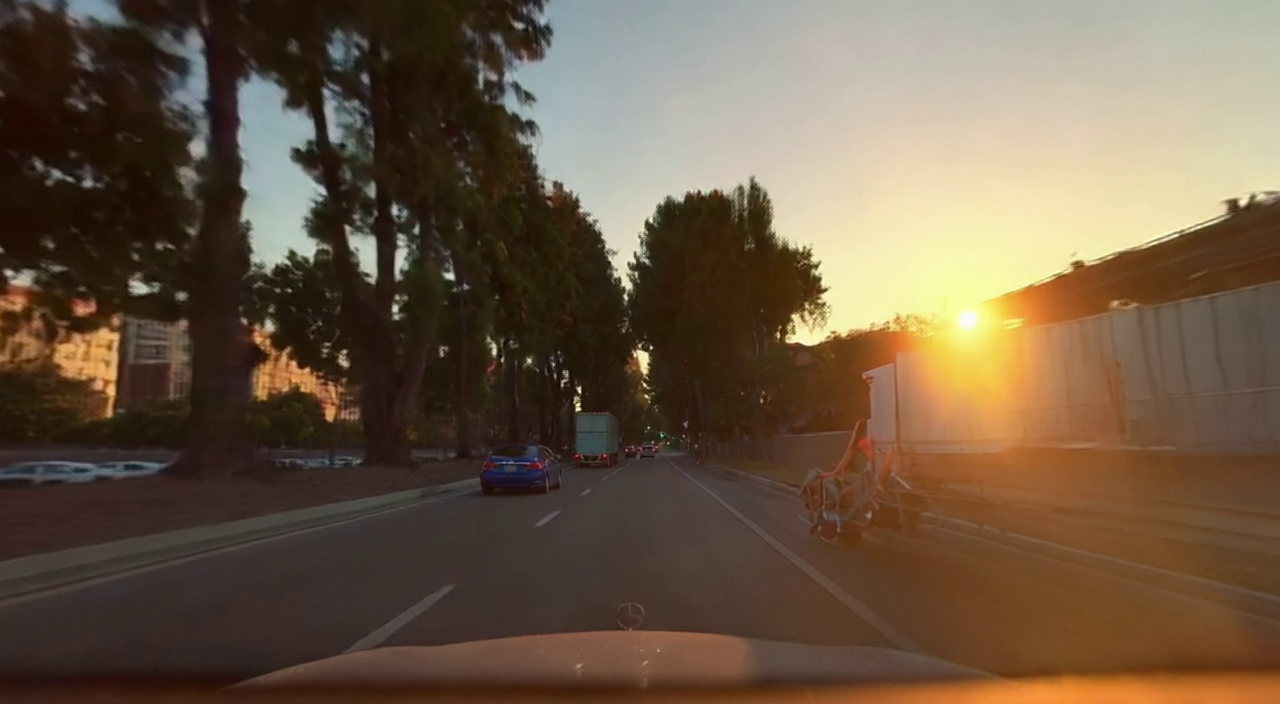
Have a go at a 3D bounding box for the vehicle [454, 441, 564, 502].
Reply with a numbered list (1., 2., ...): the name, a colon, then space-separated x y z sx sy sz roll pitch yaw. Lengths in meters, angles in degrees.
1. vehicle: -3.484 3.254 17.624 2.005 1.462 4.345 0 -9 2

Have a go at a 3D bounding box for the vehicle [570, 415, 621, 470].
1. vehicle: -2.803 6.126 42.467 2.746 3.276 8.572 0 -9 1
